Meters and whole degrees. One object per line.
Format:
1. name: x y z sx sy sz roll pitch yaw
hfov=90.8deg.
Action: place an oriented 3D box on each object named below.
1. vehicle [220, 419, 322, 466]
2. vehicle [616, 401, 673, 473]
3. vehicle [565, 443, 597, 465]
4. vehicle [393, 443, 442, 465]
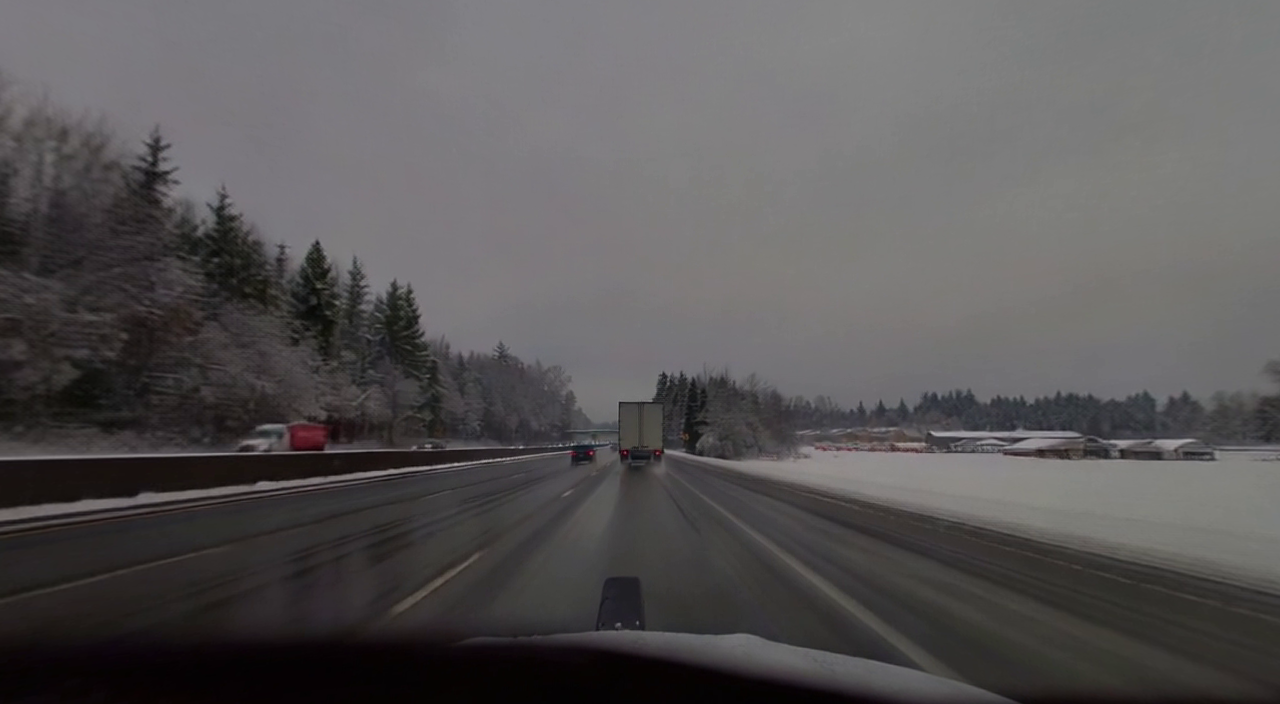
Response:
1. vehicle: -23.082 5.783 39.961 2.236 2.690 6.941 0 -9 0
2. vehicle: 0.081 5.458 39.410 2.976 3.800 12.335 0 -9 -1
3. vehicle: -4.368 7.653 47.178 1.964 1.556 4.071 0 -9 0
4. vehicle: -16.056 7.394 45.747 1.897 1.464 4.483 0 -9 1
